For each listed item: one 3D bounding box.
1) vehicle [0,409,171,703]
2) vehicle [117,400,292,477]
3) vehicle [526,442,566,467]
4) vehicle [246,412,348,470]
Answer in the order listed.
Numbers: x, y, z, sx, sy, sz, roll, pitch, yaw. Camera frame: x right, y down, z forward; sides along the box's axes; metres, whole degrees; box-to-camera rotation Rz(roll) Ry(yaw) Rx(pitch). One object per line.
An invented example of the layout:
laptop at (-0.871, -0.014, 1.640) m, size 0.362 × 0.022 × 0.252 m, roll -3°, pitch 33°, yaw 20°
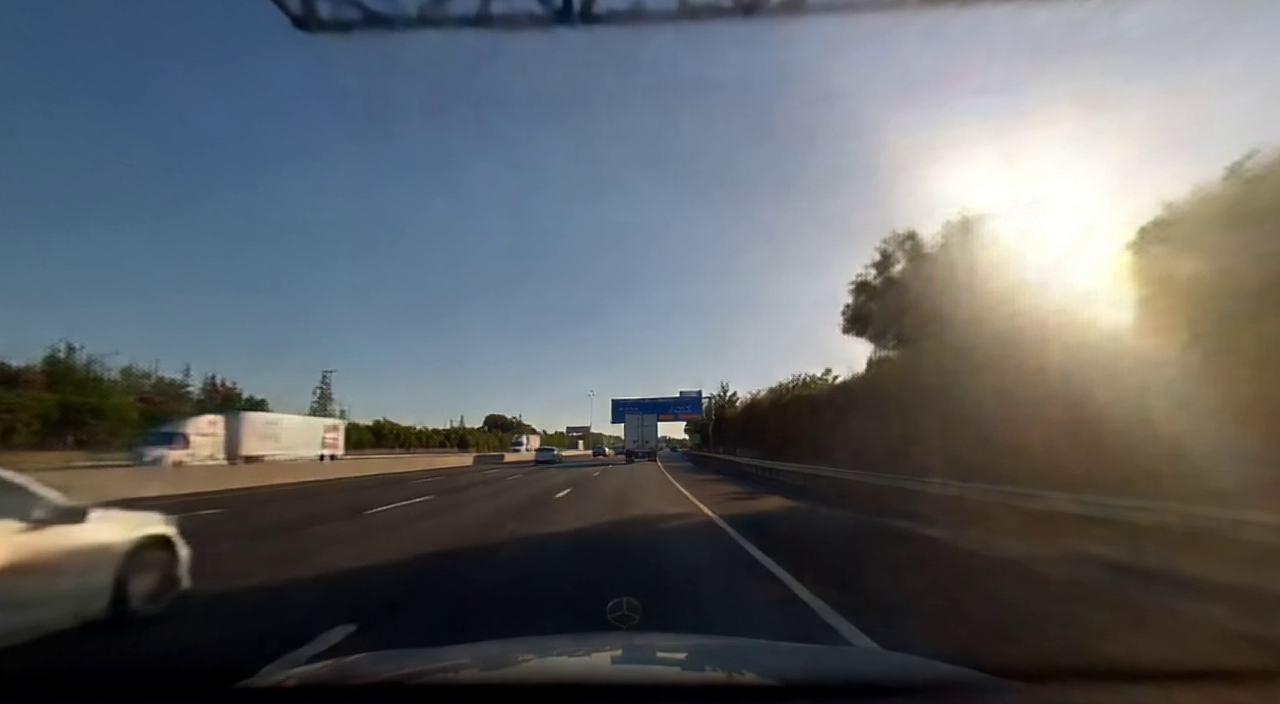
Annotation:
vehicle at (-4.066, 0.891, 2.068) m, size 2.024 × 1.515 × 3.907 m, roll 0°, pitch -9°, yaw 0°
vehicle at (-25.381, 5.274, 37.817) m, size 2.961 × 3.925 × 10.312 m, roll 0°, pitch -9°, yaw 1°
vehicle at (-6.543, 7.208, 44.360) m, size 2.067 × 1.676 × 4.789 m, roll 0°, pitch -9°, yaw 1°
vehicle at (-25.365, 6.716, 47.262) m, size 2.879 × 3.905 × 8.219 m, roll 0°, pitch -9°, yaw 0°
